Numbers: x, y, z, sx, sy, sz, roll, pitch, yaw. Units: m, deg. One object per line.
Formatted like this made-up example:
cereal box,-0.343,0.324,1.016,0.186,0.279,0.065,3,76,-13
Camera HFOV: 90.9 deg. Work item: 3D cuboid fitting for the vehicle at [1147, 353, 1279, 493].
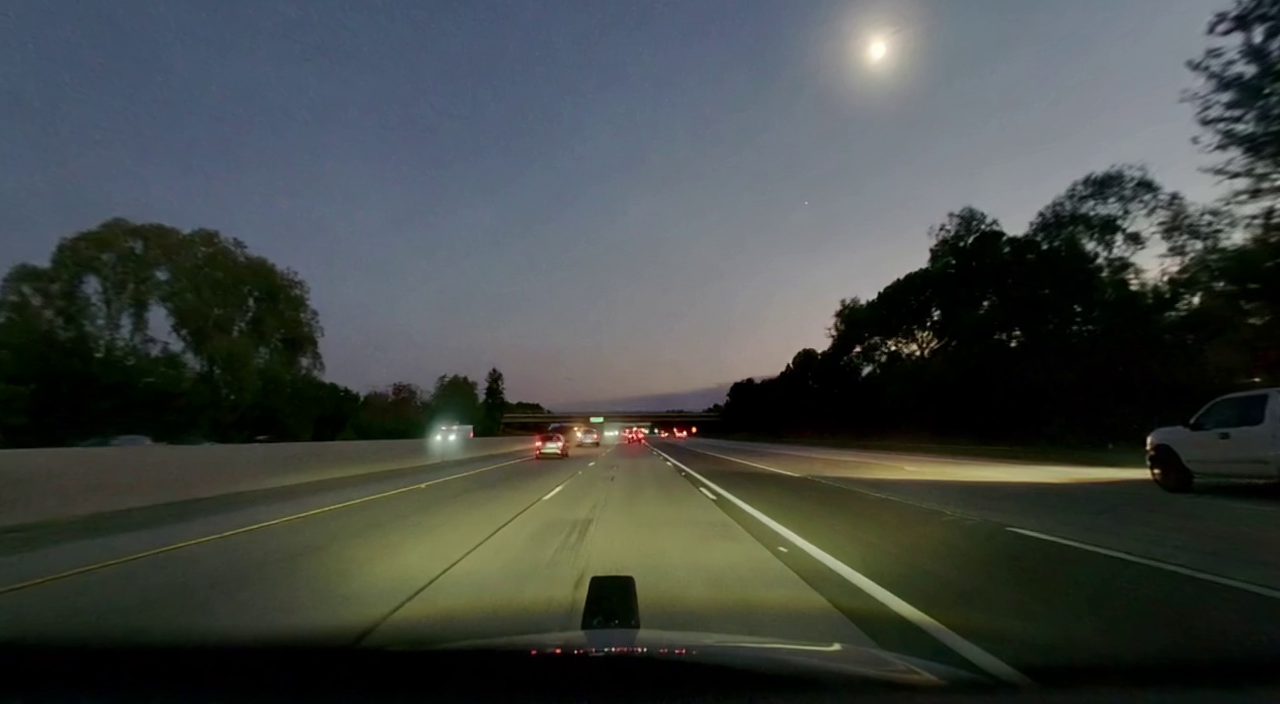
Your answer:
vehicle,12.929,1.267,11.265,2.376,2.533,6.230,0,-8,-2

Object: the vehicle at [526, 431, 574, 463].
vehicle,-4.497,4.809,32.121,1.933,1.473,4.023,0,-8,-1
